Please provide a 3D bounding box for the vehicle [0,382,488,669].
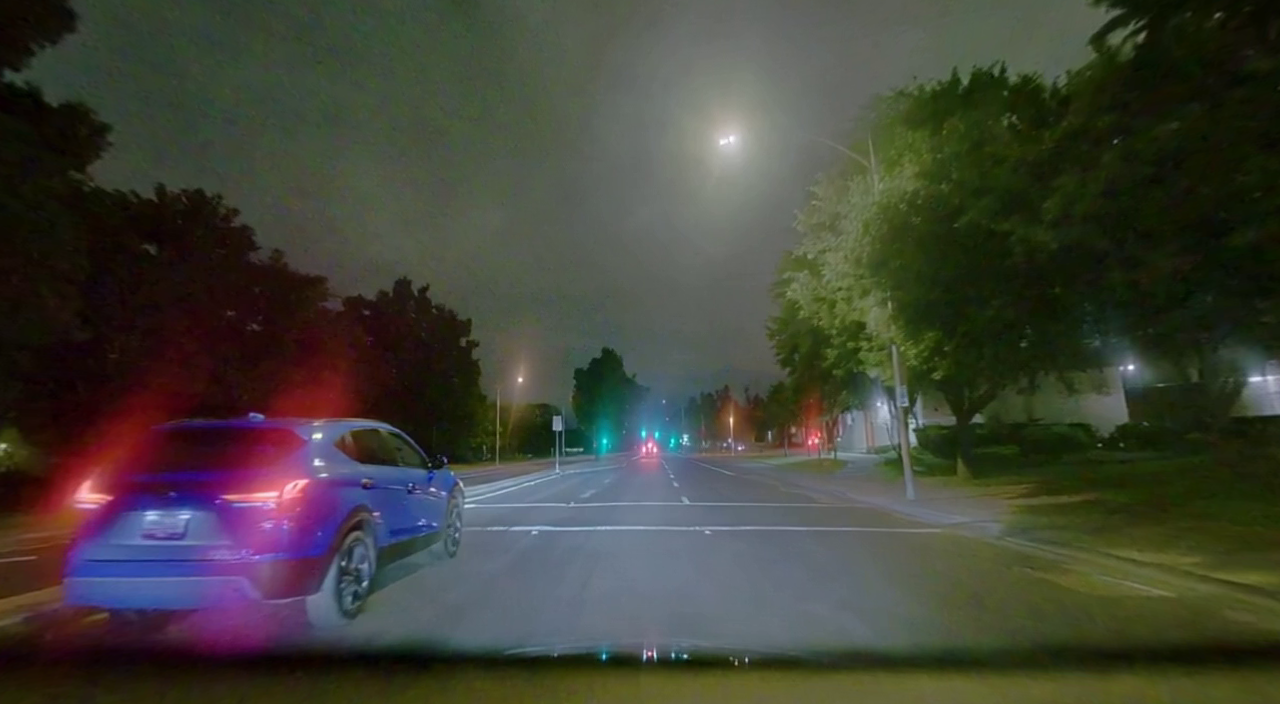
[{"bbox_3d":[-3.257,1.460,6.552,2.251,1.800,4.959,0,-8,-2],"label":"vehicle"}]
